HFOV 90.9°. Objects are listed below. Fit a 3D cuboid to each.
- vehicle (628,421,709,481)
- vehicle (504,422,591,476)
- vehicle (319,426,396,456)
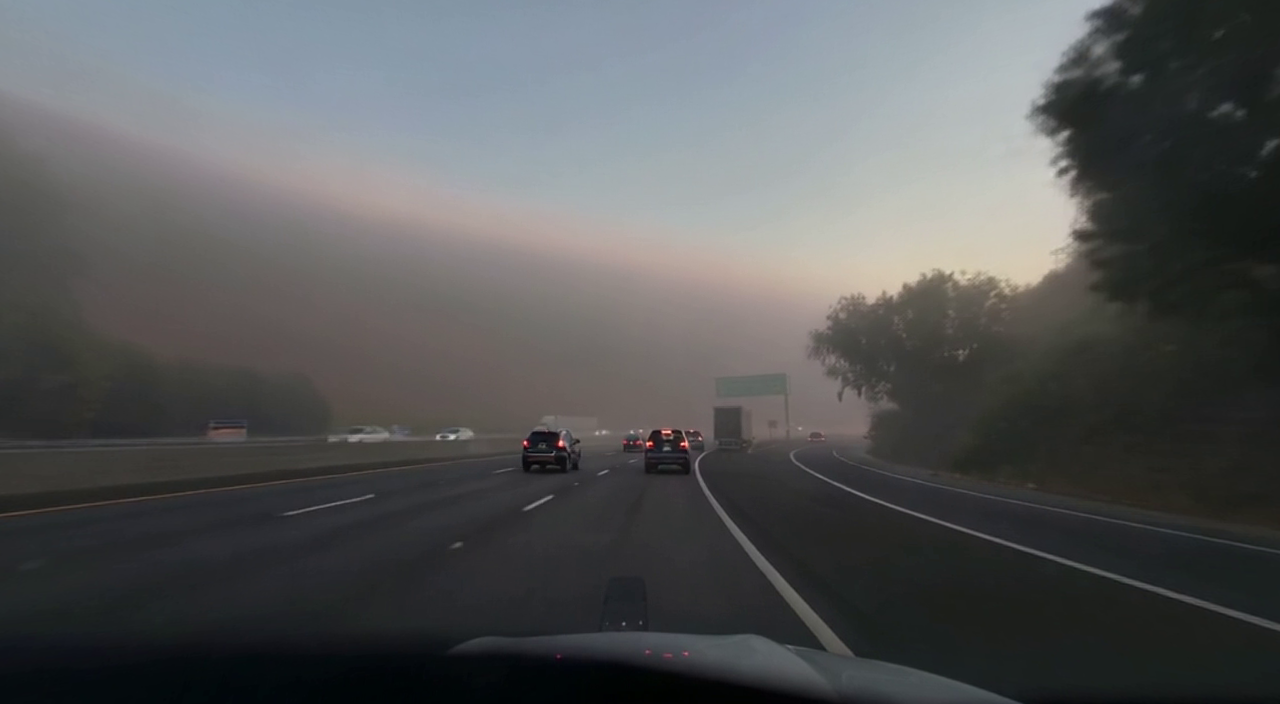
[{"bbox_3d":[1.030,3.362,21.649,2.484,1.820,4.497,-1,-8,4],"label":"vehicle"},{"bbox_3d":[-3.128,3.412,22.304,2.077,1.712,4.406,-1,-8,4],"label":"vehicle"},{"bbox_3d":[-15.806,5.011,35.524,1.962,1.529,4.464,-1,-8,5],"label":"vehicle"}]
